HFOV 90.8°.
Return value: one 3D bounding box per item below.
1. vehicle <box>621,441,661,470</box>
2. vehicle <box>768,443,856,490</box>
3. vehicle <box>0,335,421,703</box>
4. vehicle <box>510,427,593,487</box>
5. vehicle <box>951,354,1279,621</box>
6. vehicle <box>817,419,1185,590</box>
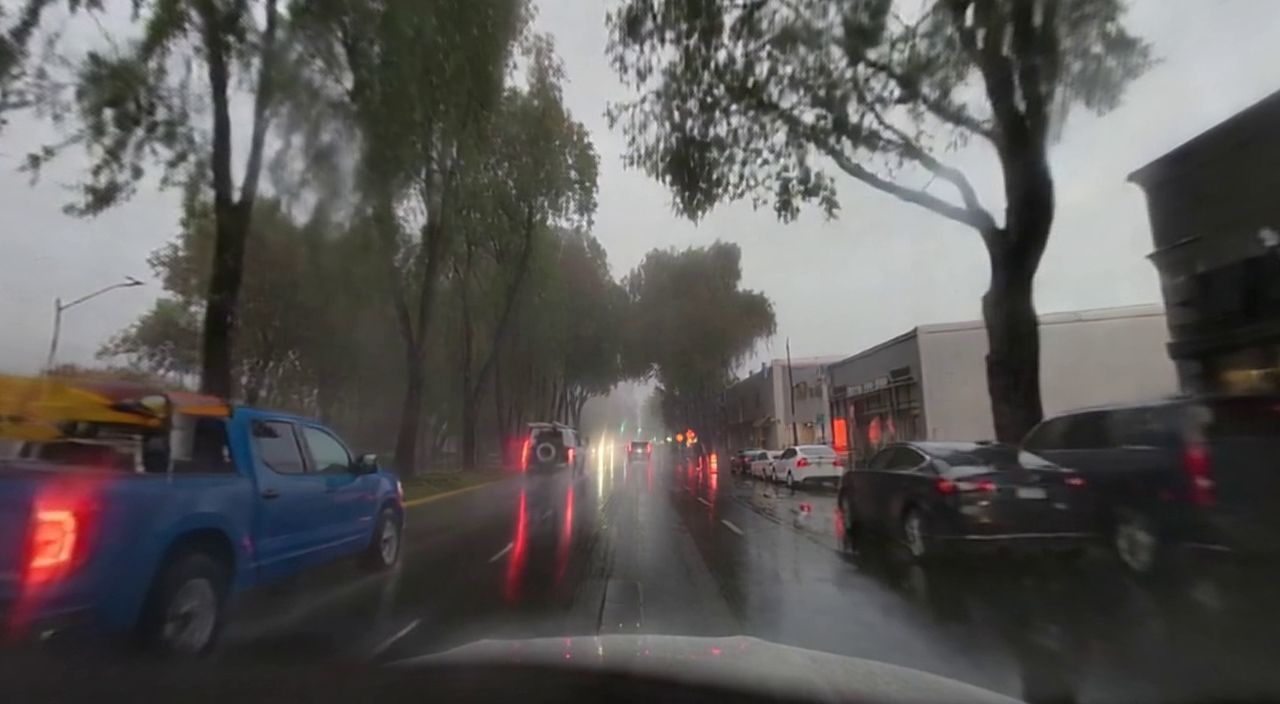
[{"bbox_3d":[0.006,6.729,41.271,2.413,1.748,4.406,0,-9,-2],"label":"vehicle"},{"bbox_3d":[6.048,4.066,22.812,2.045,1.505,4.615,-1,-9,3],"label":"vehicle"},{"bbox_3d":[-3.584,1.141,4.683,2.327,1.775,4.430,0,-9,0],"label":"vehicle"},{"bbox_3d":[-3.262,4.053,24.749,2.424,2.063,5.678,0,-9,0],"label":"vehicle"},{"bbox_3d":[6.681,1.482,7.874,2.921,2.166,5.422,0,-9,2],"label":"vehicle"},{"bbox_3d":[4.073,1.784,8.295,2.082,1.601,4.451,0,-9,-2],"label":"vehicle"}]
